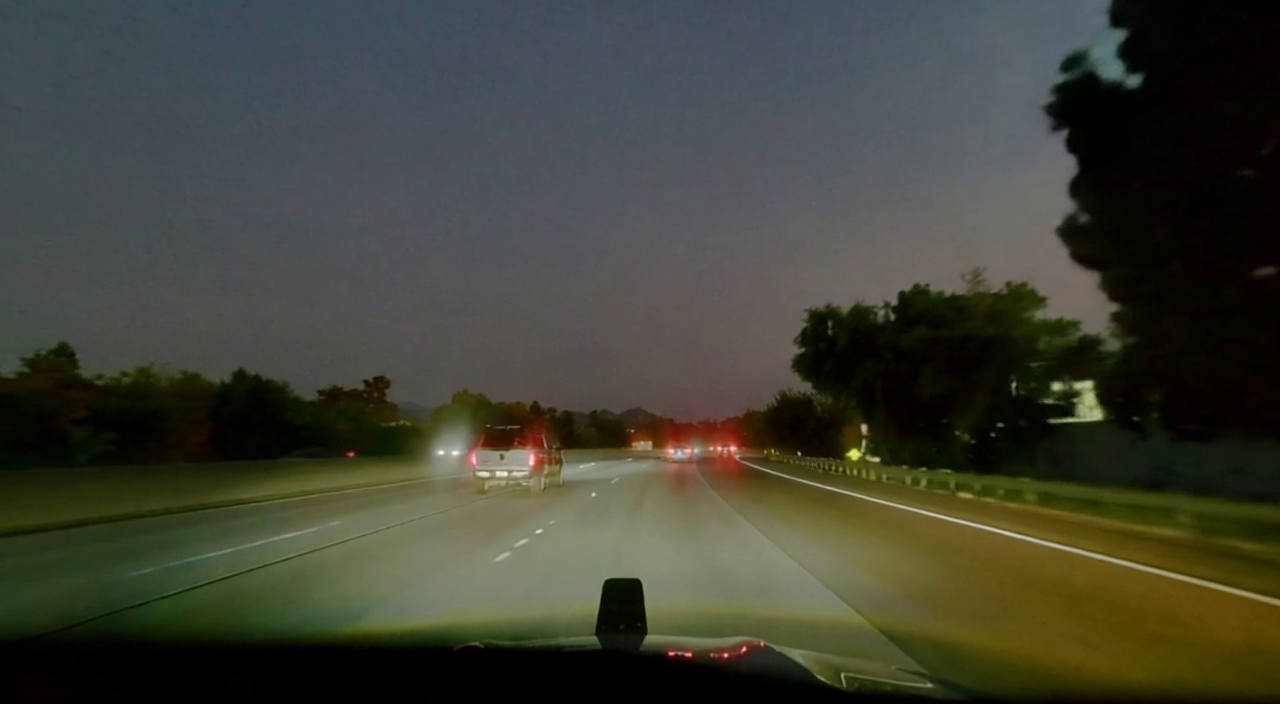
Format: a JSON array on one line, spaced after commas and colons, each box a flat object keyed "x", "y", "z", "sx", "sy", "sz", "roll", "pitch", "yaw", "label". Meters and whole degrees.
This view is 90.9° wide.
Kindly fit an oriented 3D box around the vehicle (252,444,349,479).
[{"x": -15.708, "y": 5.066, "z": 29.481, "sx": 1.907, "sy": 1.454, "sz": 4.406, "roll": 0, "pitch": -8, "yaw": 3, "label": "vehicle"}]

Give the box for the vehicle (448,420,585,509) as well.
[{"x": -2.796, "y": 2.721, "z": 15.636, "sx": 2.185, "sy": 1.823, "sz": 4.854, "roll": 0, "pitch": -9, "yaw": 3, "label": "vehicle"}]

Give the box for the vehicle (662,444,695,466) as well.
[{"x": 2.650, "y": 7.057, "z": 43.387, "sx": 2.158, "sy": 1.458, "sz": 3.656, "roll": -1, "pitch": -9, "yaw": 4, "label": "vehicle"}]
